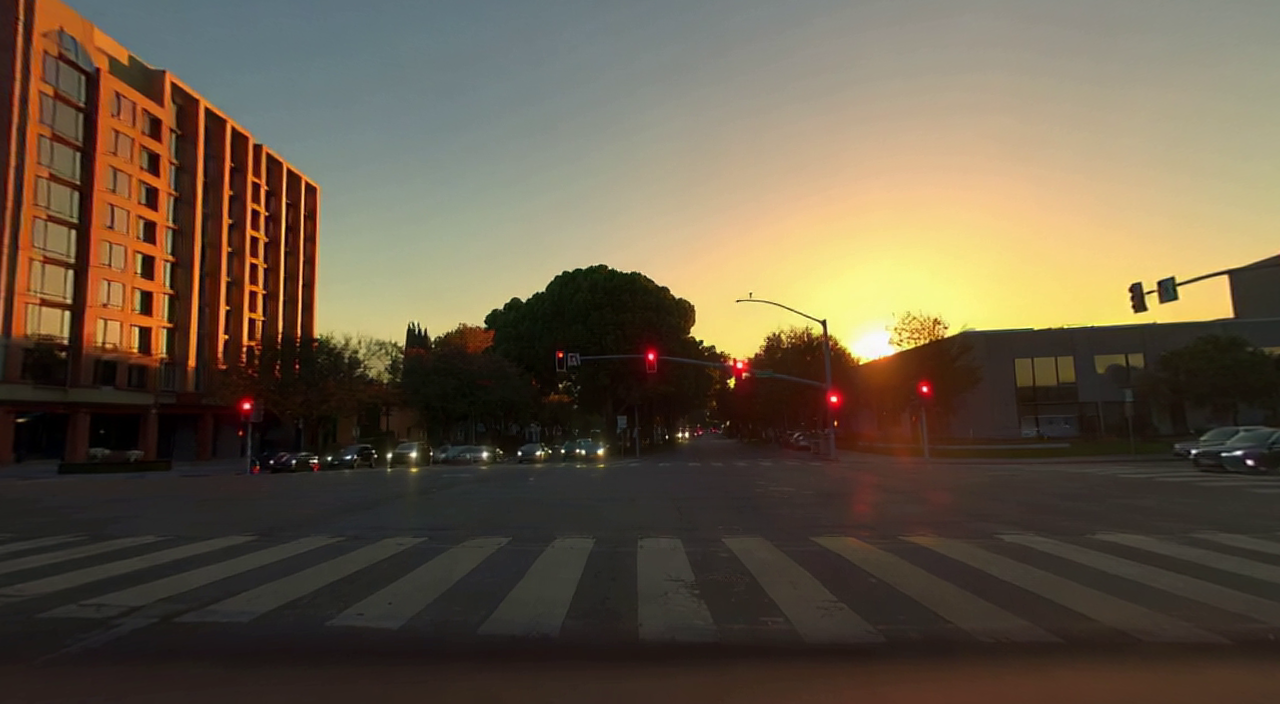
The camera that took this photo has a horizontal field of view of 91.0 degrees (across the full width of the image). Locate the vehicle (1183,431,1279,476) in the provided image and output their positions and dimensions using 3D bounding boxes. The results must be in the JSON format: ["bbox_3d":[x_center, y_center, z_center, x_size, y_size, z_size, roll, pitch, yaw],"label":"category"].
[{"bbox_3d":[22.320,3.573,22.253,4.474,1.477,1.908,0,-9,-3],"label":"vehicle"}]

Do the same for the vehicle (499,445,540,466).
[{"bbox_3d":[-8.095,6.986,42.625,1.910,1.321,3.692,0,-9,2],"label":"vehicle"}]

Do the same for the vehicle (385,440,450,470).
[{"bbox_3d":[-15.138,7.027,43.172,2.340,1.946,5.450,0,-9,2],"label":"vehicle"}]

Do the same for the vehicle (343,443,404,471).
[{"bbox_3d":[-18.545,7.322,43.998,2.237,1.801,4.541,0,-9,1],"label":"vehicle"}]

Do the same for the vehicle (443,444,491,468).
[{"bbox_3d":[-11.641,7.037,42.727,1.911,1.476,4.297,-1,-9,2],"label":"vehicle"}]

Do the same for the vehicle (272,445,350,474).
[{"bbox_3d":[-21.868,7.138,42.136,2.032,1.839,4.884,-2,-9,9],"label":"vehicle"}]

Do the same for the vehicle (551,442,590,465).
[{"bbox_3d":[-4.530,6.690,41.685,1.954,1.431,4.050,-1,-9,2],"label":"vehicle"}]
